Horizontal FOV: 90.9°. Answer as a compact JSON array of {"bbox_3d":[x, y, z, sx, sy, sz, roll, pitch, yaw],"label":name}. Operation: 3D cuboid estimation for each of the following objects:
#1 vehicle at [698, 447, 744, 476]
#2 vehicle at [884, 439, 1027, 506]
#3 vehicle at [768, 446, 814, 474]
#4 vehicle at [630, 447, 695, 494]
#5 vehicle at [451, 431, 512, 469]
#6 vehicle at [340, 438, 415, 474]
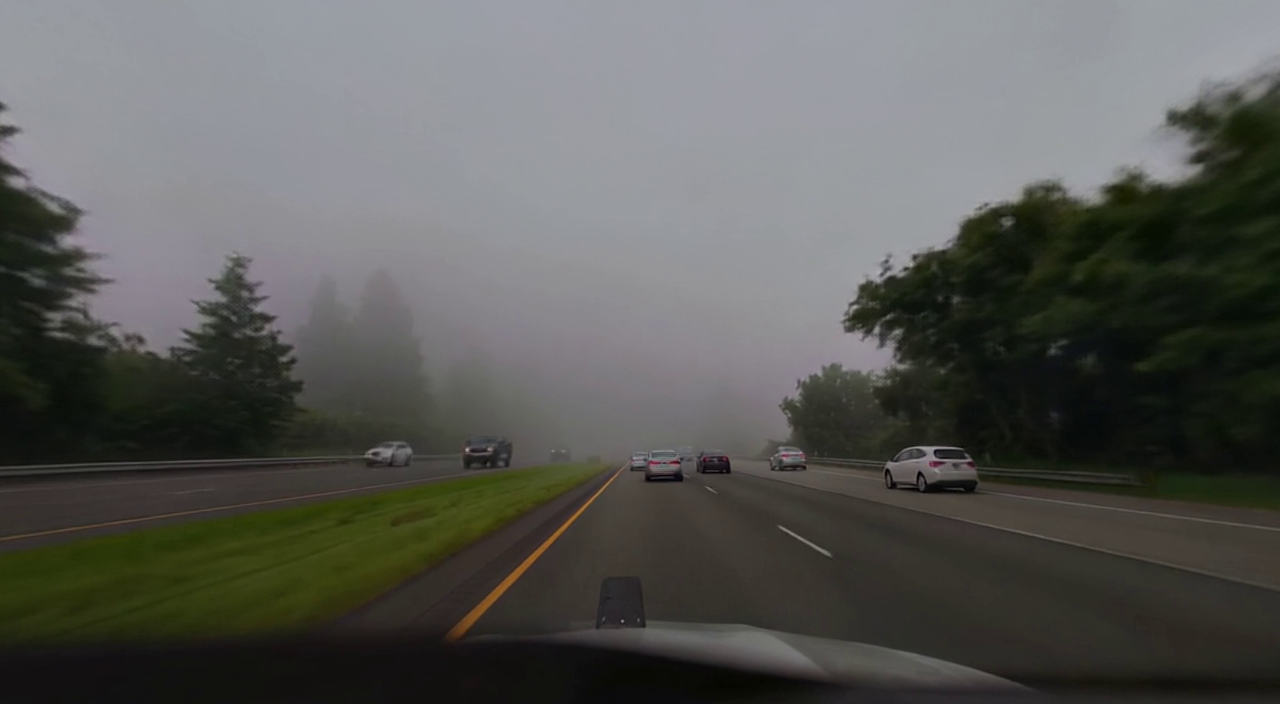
[{"bbox_3d":[4.459,6.085,35.174,1.981,1.518,4.029,0,-9,-1],"label":"vehicle"},{"bbox_3d":[8.201,3.159,16.824,1.847,1.554,3.752,0,-9,0],"label":"vehicle"},{"bbox_3d":[9.275,6.644,38.971,1.957,1.594,3.632,0,-9,0],"label":"vehicle"},{"bbox_3d":[0.715,4.014,21.689,2.020,1.426,3.702,0,-9,0],"label":"vehicle"},{"bbox_3d":[-8.571,5.383,34.495,2.055,1.897,4.576,0,-9,1],"label":"vehicle"},{"bbox_3d":[-12.409,4.959,30.072,1.835,1.583,4.021,0,-9,0],"label":"vehicle"}]
